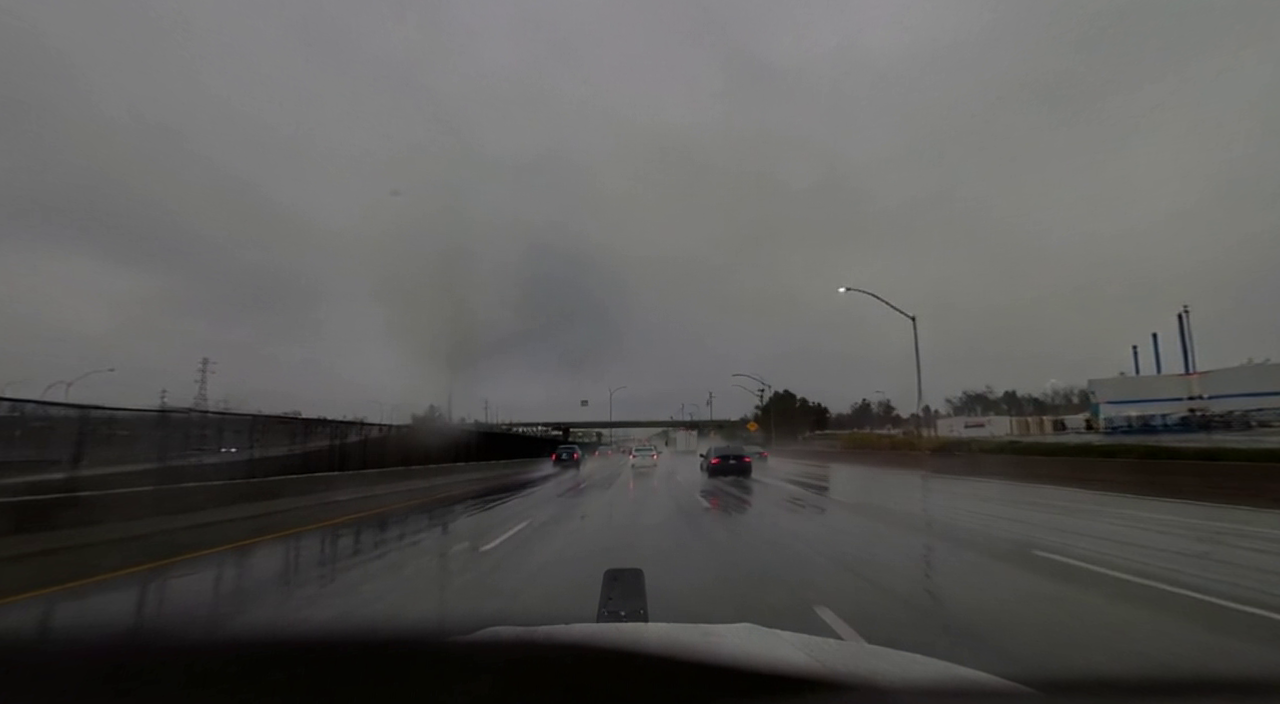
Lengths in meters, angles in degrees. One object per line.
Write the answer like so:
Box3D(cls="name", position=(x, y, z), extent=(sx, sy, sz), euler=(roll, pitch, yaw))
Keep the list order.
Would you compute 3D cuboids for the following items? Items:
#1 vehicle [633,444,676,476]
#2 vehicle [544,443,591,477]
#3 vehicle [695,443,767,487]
Box3D(cls="vehicle", position=(0.735, 5.647, 33.323), extent=(2.067, 1.555, 4.851), euler=(0, -8, 1))
Box3D(cls="vehicle", position=(-3.874, 5.815, 34.192), extent=(2.036, 1.669, 4.112), euler=(0, -8, 0))
Box3D(cls="vehicle", position=(3.281, 4.150, 23.607), extent=(1.942, 1.453, 4.329), euler=(0, -8, -1))
